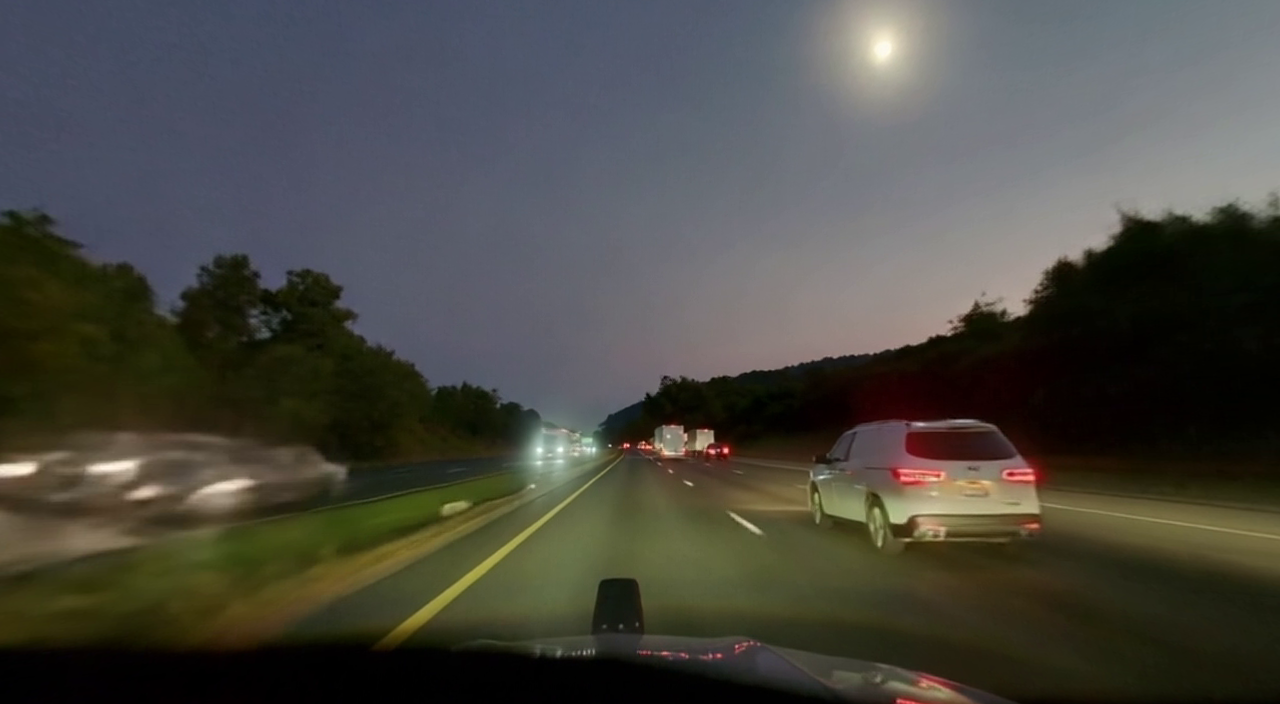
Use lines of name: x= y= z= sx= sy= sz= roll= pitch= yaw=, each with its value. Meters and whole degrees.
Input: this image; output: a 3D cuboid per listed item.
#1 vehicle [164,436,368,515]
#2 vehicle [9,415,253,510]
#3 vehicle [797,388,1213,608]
vehicle: x=-8.226 y=2.739 z=14.506 sx=1.937 sy=1.499 sz=4.518 roll=0 pitch=-9 yaw=0
vehicle: x=-12.356 y=2.726 z=15.919 sx=2.125 sy=1.987 sz=4.809 roll=0 pitch=-9 yaw=0
vehicle: x=3.513 y=1.522 z=7.426 sx=2.070 sy=1.751 sz=4.576 roll=0 pitch=-9 yaw=-1
